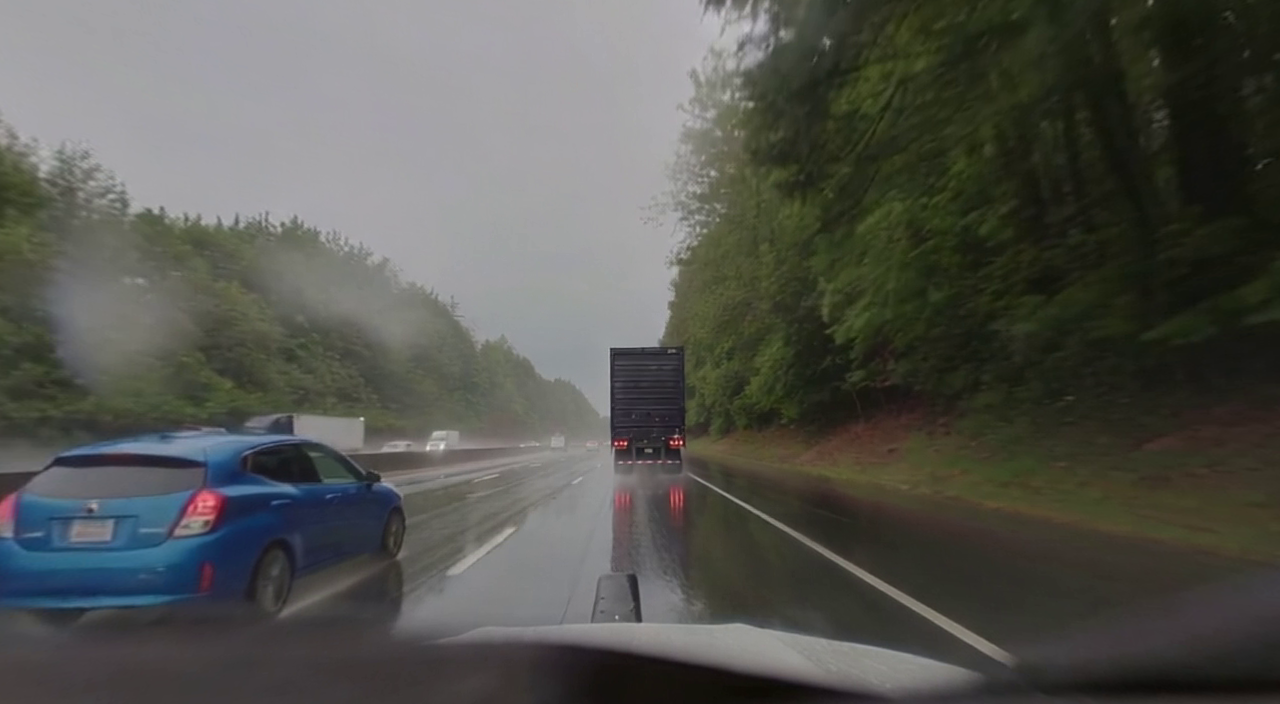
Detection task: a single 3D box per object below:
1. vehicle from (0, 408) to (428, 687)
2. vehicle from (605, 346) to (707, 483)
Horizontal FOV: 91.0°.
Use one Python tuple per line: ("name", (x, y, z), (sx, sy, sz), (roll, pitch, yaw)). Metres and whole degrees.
("vehicle", (-3.586, 1.397, 5.696), (1.854, 1.530, 4.268), (0, -8, 0))
("vehicle", (0.442, 2.641, 24.564), (3.073, 4.196, 10.546), (0, -8, 0))
